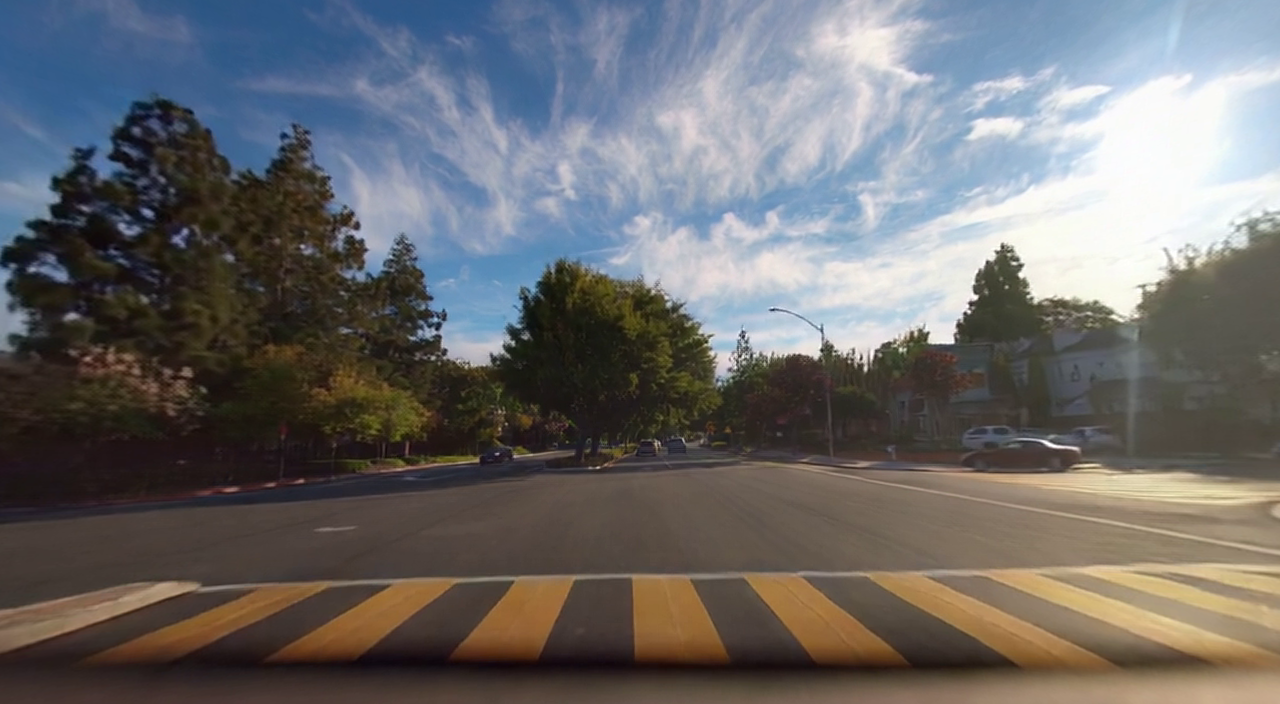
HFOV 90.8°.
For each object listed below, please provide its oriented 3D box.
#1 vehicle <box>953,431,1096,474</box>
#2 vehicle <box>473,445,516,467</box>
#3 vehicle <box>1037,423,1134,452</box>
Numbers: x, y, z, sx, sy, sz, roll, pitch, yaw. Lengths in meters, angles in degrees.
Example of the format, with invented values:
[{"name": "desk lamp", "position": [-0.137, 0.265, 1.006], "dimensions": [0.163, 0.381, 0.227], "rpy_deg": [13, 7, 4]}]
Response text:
[{"name": "vehicle", "position": [15.948, 4.217, 26.538], "dimensions": [4.696, 1.651, 2.218], "rpy_deg": [-3, -9, 20]}, {"name": "vehicle", "position": [-10.432, 7.466, 45.648], "dimensions": [1.960, 1.465, 4.194], "rpy_deg": [-1, -8, 2]}, {"name": "vehicle", "position": [24.625, 4.776, 35.179], "dimensions": [1.982, 1.503, 4.572], "rpy_deg": [0, -8, -2]}]
